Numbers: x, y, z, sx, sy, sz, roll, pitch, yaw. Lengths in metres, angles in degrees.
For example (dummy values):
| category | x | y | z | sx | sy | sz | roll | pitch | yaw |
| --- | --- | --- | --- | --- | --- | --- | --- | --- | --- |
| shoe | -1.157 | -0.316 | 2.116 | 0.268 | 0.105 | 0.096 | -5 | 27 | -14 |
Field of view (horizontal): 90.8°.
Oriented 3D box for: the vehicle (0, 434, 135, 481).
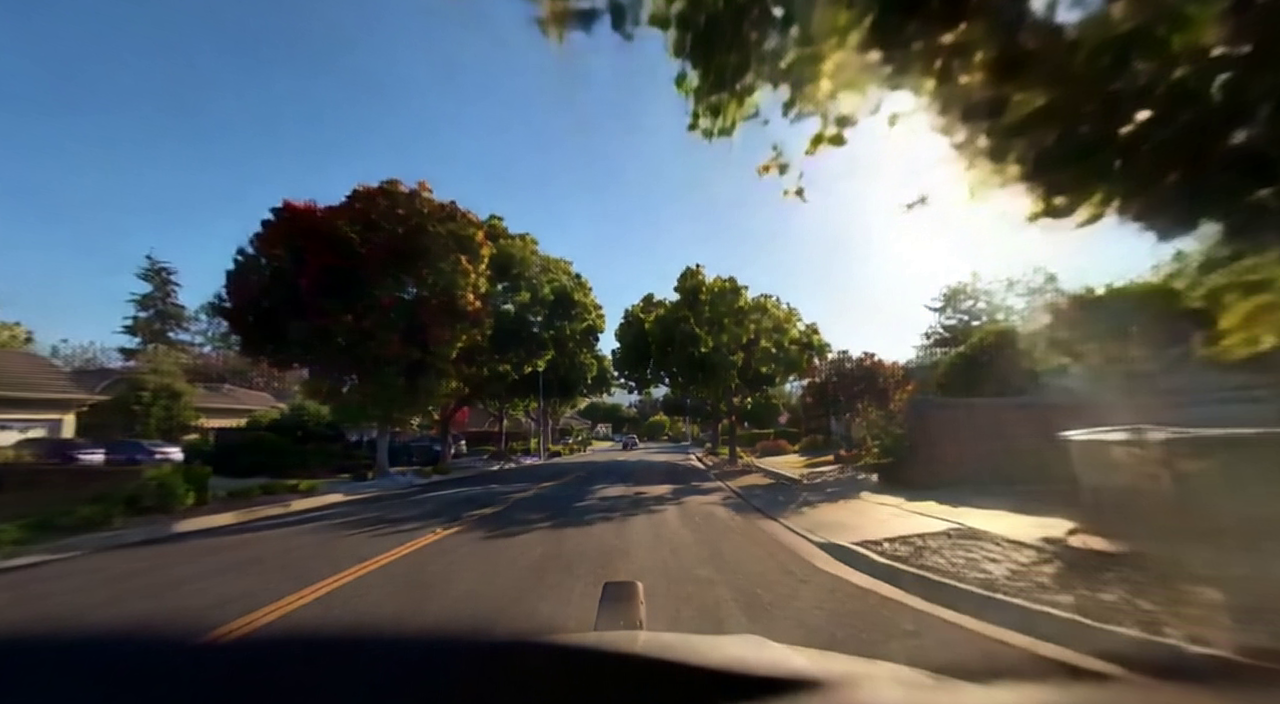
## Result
| category | x | y | z | sx | sy | sz | roll | pitch | yaw |
| --- | --- | --- | --- | --- | --- | --- | --- | --- | --- |
| vehicle | -19.778 | 3.474 | 20.841 | 4.373 | 1.464 | 1.917 | 2 | -10 | -18 |

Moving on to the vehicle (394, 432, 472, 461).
| category | x | y | z | sx | sy | sz | roll | pitch | yaw |
| --- | --- | --- | --- | --- | --- | --- | --- | --- | --- |
| vehicle | -13.100 | 5.999 | 40.202 | 4.370 | 1.761 | 1.901 | 1 | -8 | -5 |
